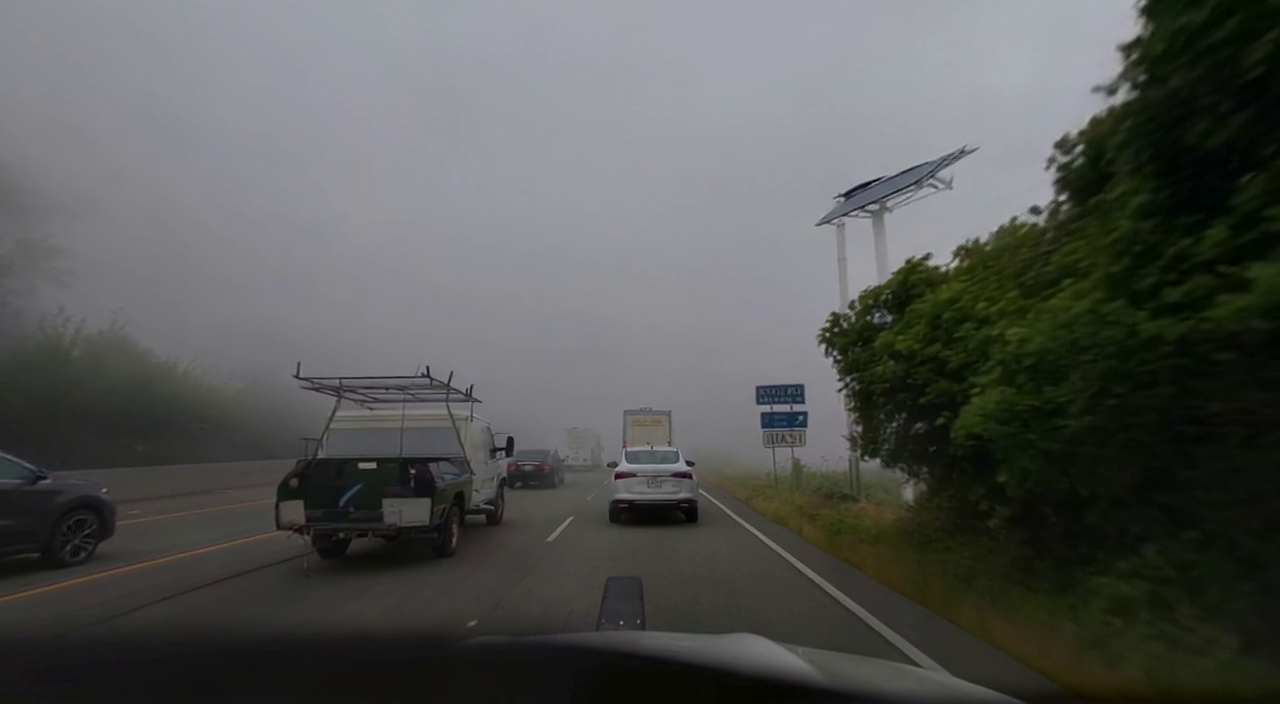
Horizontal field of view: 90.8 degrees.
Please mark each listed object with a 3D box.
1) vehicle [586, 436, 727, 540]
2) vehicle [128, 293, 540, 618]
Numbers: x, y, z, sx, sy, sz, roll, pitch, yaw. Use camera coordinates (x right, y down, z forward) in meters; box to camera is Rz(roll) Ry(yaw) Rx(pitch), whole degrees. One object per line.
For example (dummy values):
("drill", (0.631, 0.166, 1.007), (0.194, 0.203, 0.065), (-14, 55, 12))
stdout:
("vehicle", (0.227, 2.272, 11.087), (2.063, 1.507, 3.488), (0, -9, -1))
("vehicle", (-3.089, 1.353, 8.753), (2.289, 2.757, 6.726), (0, -9, 0))
